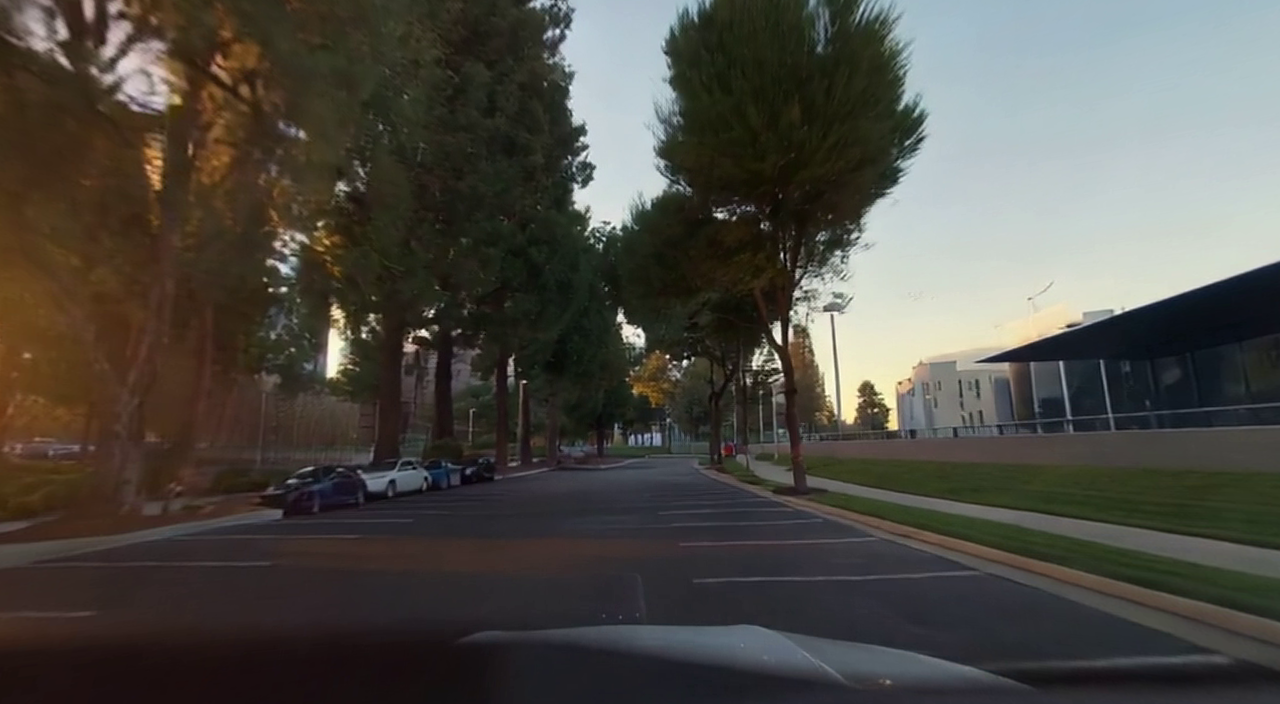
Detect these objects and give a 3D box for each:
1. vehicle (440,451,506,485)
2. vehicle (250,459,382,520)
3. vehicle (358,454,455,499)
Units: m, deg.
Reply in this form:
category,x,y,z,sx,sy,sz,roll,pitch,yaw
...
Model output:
category,x,y,z,sx,sy,sz,roll,pitch,yaw
vehicle,-9.155,6.370,35.060,2.360,1.741,4.912,0,-9,-1
vehicle,-9.264,3.923,18.410,1.938,1.191,3.630,-7,-7,-1
vehicle,-8.945,4.776,24.670,2.038,1.525,4.383,0,-8,1
